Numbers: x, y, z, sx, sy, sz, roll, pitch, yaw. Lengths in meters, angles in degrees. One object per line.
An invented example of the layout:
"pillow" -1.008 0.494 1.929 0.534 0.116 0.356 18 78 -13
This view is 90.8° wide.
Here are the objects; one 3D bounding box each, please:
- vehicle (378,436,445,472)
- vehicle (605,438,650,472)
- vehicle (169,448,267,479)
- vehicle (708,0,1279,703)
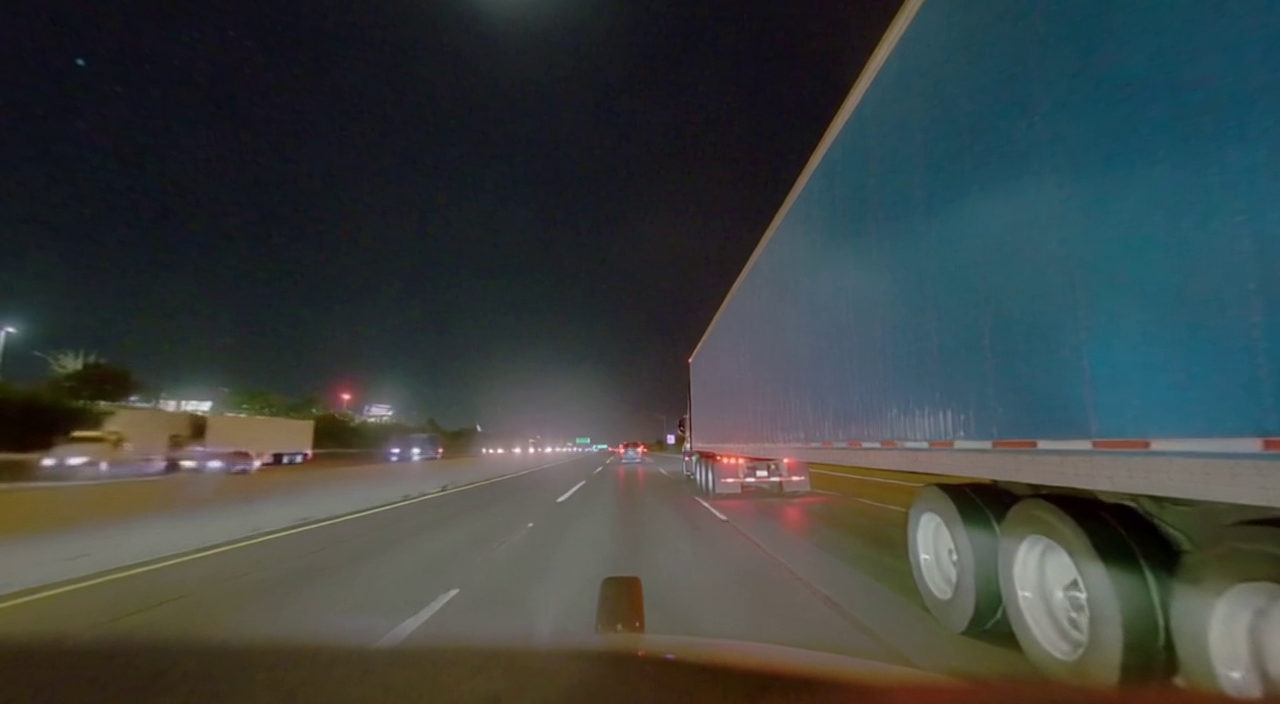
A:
"vehicle" -14.545 6.526 40.594 2.213 2.161 5.648 0 -9 -1
"vehicle" -0.669 5.453 33.517 2.191 1.685 4.015 0 -9 -1
"vehicle" -21.798 5.774 32.899 2.109 1.470 4.501 0 -9 -2
"vehicle" 3.355 0.395 7.998 2.996 4.123 15.965 0 -9 -1
